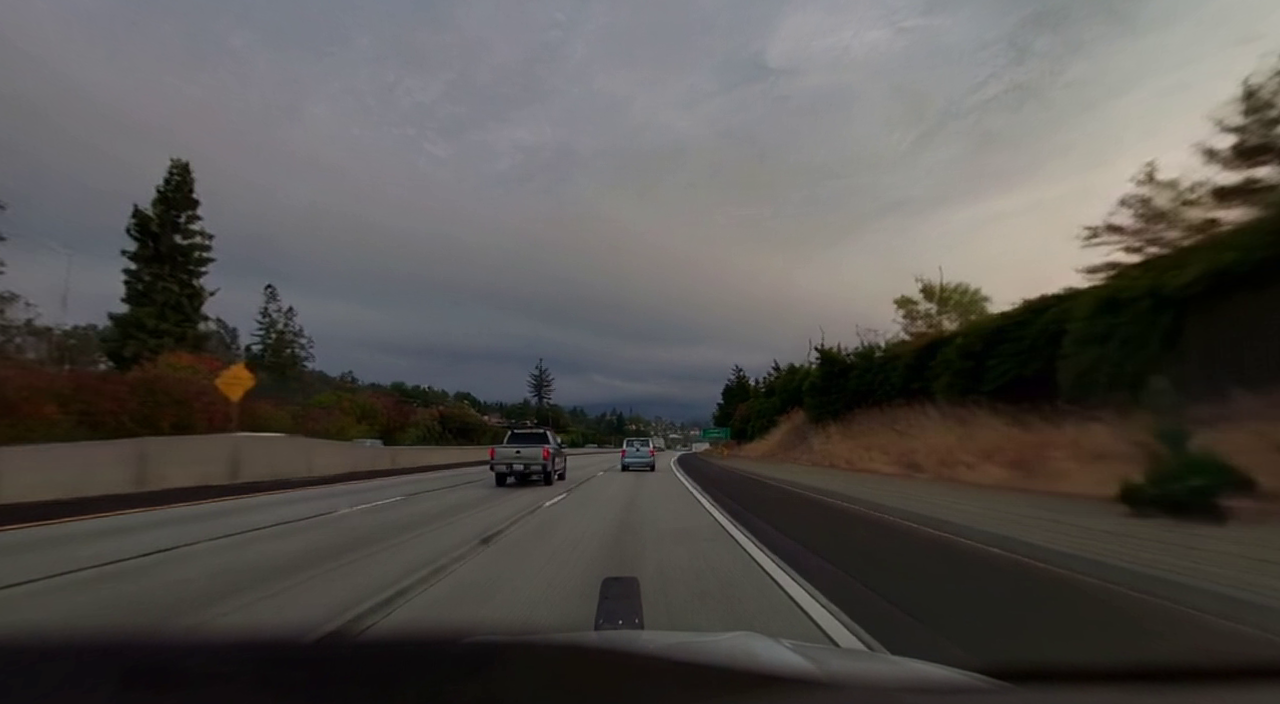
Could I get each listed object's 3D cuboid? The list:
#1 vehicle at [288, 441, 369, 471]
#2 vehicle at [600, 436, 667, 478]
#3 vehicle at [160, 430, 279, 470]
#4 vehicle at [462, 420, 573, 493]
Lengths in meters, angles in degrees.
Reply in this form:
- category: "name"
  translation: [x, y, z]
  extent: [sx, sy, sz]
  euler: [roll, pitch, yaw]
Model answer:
- category: "vehicle"
  translation: [-17.176, 5.765, 34.999]
  extent: [1.910, 1.517, 4.666]
  euler: [0, -9, 2]
- category: "vehicle"
  translation: [-0.184, 4.650, 28.150]
  extent: [2.715, 1.669, 5.163]
  euler: [0, -9, 1]
- category: "vehicle"
  translation: [-21.083, 4.959, 31.948]
  extent: [2.111, 1.825, 5.567]
  euler: [0, -9, 1]
- category: "vehicle"
  translation: [-3.578, 3.177, 19.496]
  extent: [2.250, 1.947, 4.860]
  euler: [0, -9, 2]
